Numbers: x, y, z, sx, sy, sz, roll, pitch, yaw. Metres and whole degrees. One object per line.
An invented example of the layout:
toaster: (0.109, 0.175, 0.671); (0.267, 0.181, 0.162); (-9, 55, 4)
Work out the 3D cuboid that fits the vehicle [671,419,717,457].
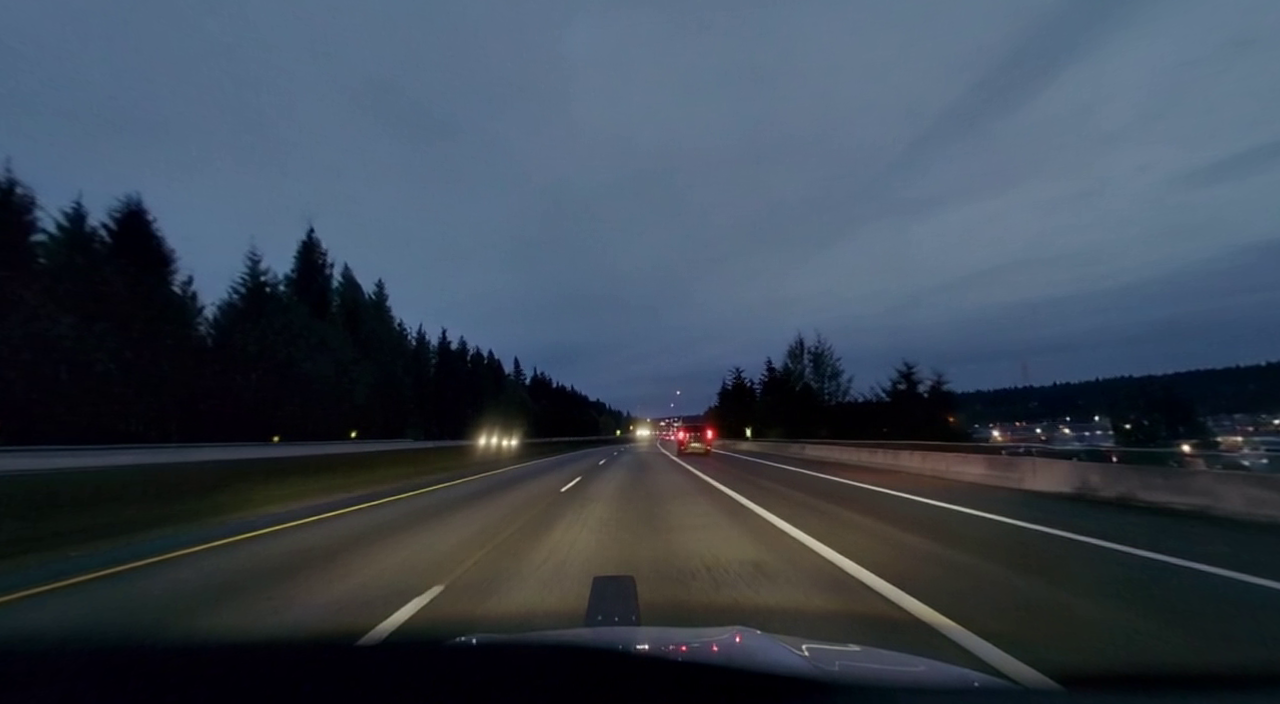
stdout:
vehicle: (3.377, 5.545, 40.633); (2.450, 2.314, 4.753); (0, -8, -1)
